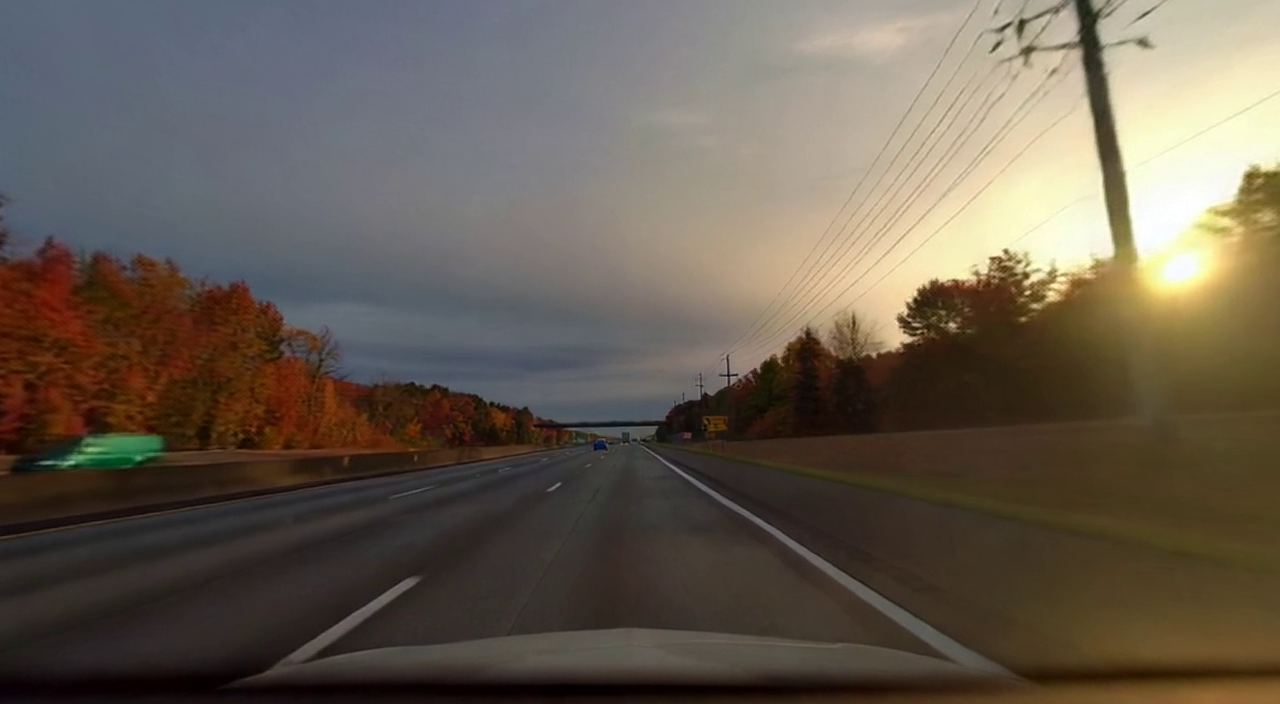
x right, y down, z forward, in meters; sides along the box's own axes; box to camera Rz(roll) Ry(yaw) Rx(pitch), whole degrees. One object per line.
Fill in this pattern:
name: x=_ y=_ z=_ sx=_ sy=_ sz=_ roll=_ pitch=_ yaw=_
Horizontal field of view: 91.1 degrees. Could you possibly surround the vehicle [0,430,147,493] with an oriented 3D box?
vehicle: x=-25.298 y=4.608 z=27.239 sx=2.379 sy=2.357 sz=6.741 roll=0 pitch=-8 yaw=0
